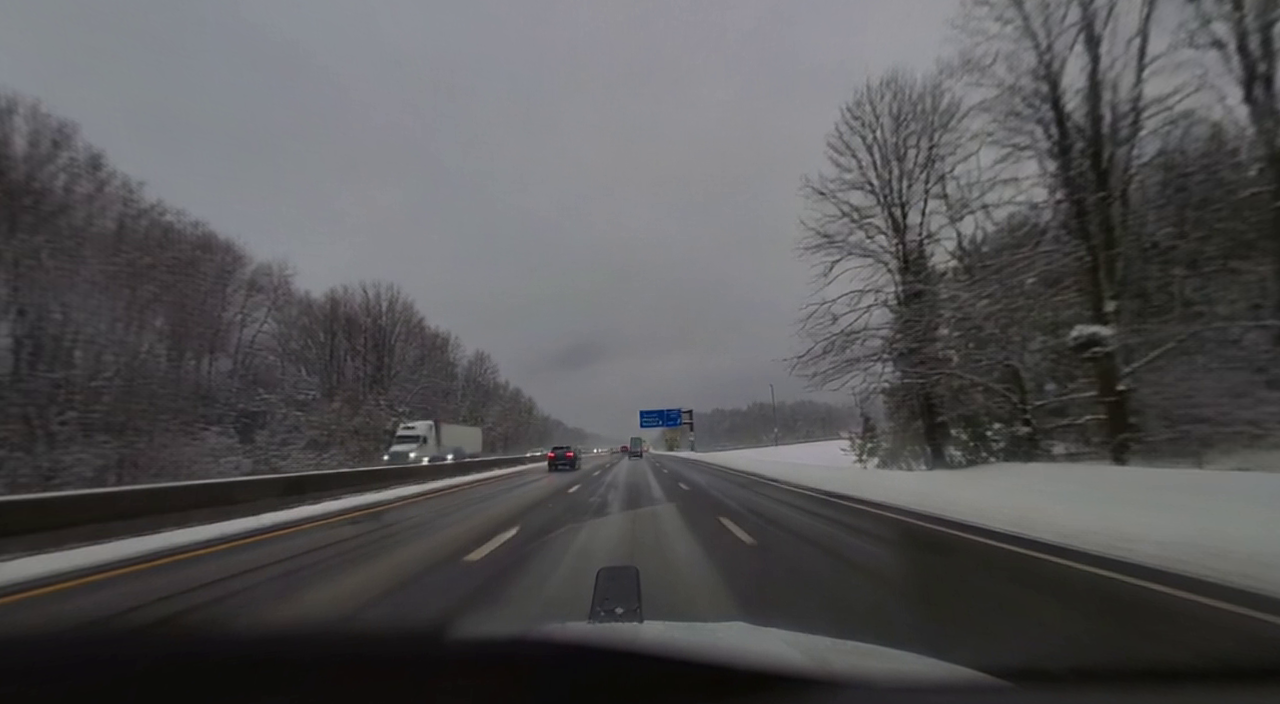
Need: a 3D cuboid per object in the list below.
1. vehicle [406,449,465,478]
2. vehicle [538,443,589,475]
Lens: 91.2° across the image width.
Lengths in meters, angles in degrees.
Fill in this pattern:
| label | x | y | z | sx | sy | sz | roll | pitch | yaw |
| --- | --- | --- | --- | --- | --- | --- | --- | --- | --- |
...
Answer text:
| label | x | y | z | sx | sy | sz | roll | pitch | yaw |
| --- | --- | --- | --- | --- | --- | --- | --- | --- | --- |
| vehicle | -11.429 | 6.260 | 35.304 | 1.919 | 1.498 | 4.296 | 0 | -9 | 0 |
| vehicle | -4.013 | 5.717 | 33.764 | 2.153 | 1.577 | 4.707 | 0 | -9 | 0 |
